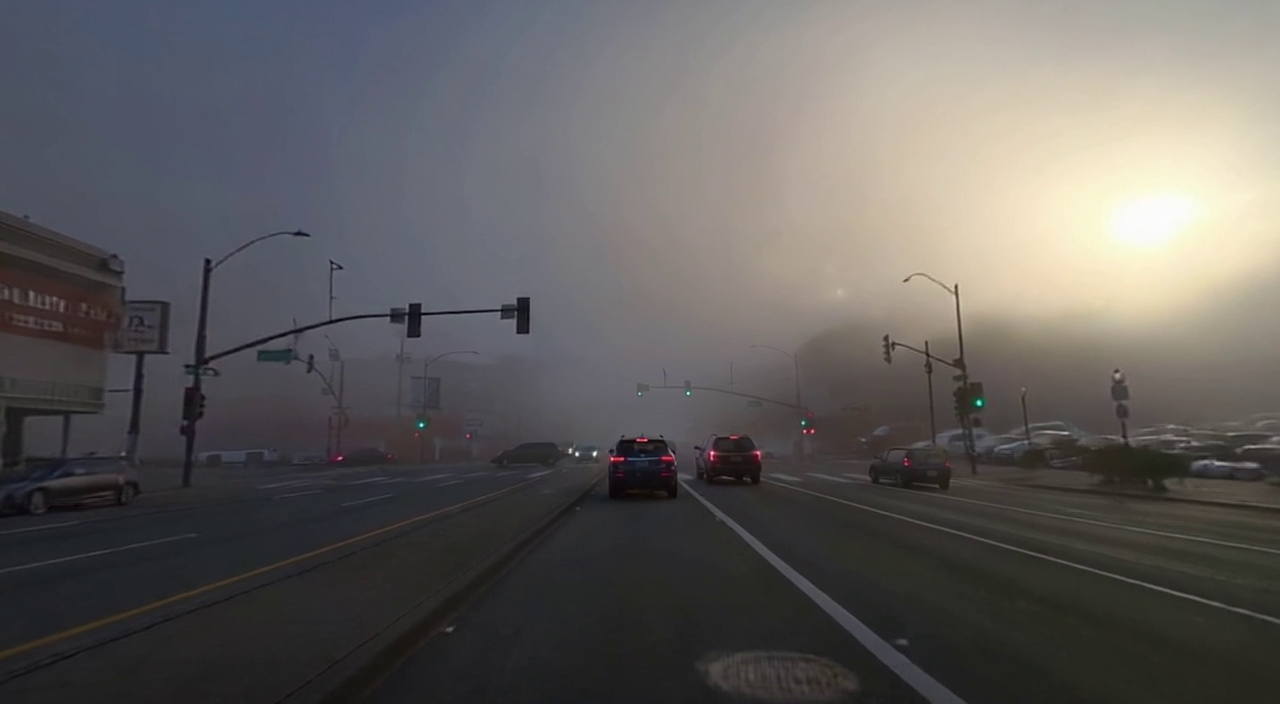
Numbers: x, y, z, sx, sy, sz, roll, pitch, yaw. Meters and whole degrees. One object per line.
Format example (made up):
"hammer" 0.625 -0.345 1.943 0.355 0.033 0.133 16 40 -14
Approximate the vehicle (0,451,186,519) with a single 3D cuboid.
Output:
"vehicle" -15.927 3.693 18.164 2.096 1.416 4.885 1 -6 0

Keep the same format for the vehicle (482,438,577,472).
"vehicle" -6.272 5.877 36.130 4.827 1.856 2.291 -2 -8 13

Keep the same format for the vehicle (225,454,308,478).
"vehicle" -24.921 7.636 42.225 4.317 1.503 1.919 1 -8 -7

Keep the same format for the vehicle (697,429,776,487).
"vehicle" 3.498 3.972 23.960 2.115 1.932 5.189 0 -8 -1

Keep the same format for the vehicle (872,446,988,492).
"vehicle" 10.013 4.030 22.215 1.863 1.426 4.494 0 -8 -1

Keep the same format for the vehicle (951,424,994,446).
"vehicle" 24.672 6.151 46.885 1.422 1.496 3.318 1 -6 1

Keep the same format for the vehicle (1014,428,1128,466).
"vehicle" 19.037 4.256 28.163 1.735 1.417 4.476 -3 -9 -2

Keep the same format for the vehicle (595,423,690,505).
"vehicle" 0.030 2.890 16.729 2.157 1.863 4.665 0 -8 0

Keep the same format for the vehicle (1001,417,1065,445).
"vehicle" 29.554 5.910 47.588 1.913 1.651 4.727 3 -3 2

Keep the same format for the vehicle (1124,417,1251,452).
"vehicle" 25.869 3.995 30.081 1.812 1.419 4.725 -3 -9 0

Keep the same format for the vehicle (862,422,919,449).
"vehicle" 18.792 6.316 47.597 2.123 1.884 5.170 0 -8 0

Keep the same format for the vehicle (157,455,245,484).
"vehicle" -27.138 7.264 39.125 3.892 1.541 2.031 4 -8 -13
